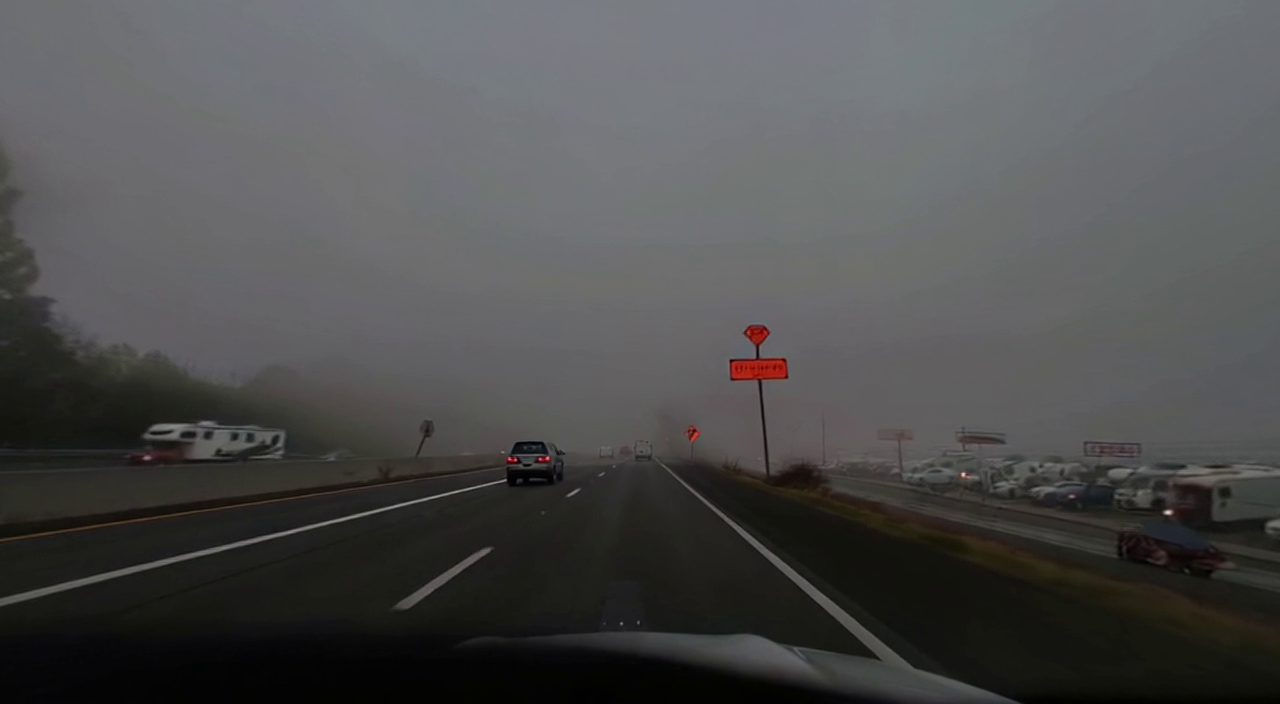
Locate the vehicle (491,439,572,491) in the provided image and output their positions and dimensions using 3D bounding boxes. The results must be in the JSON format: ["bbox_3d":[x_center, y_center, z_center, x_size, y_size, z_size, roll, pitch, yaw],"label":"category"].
[{"bbox_3d":[-3.836,4.068,23.001,2.070,1.665,4.213,0,-9,2],"label":"vehicle"}]

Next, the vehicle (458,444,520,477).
[{"bbox_3d":[-7.504,5.436,31.756,1.991,1.538,4.360,0,-9,1],"label":"vehicle"}]

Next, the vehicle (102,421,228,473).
[{"bbox_3d":[-36.479,7.333,48.902,3.141,3.592,8.343,1,-8,0],"label":"vehicle"}]
